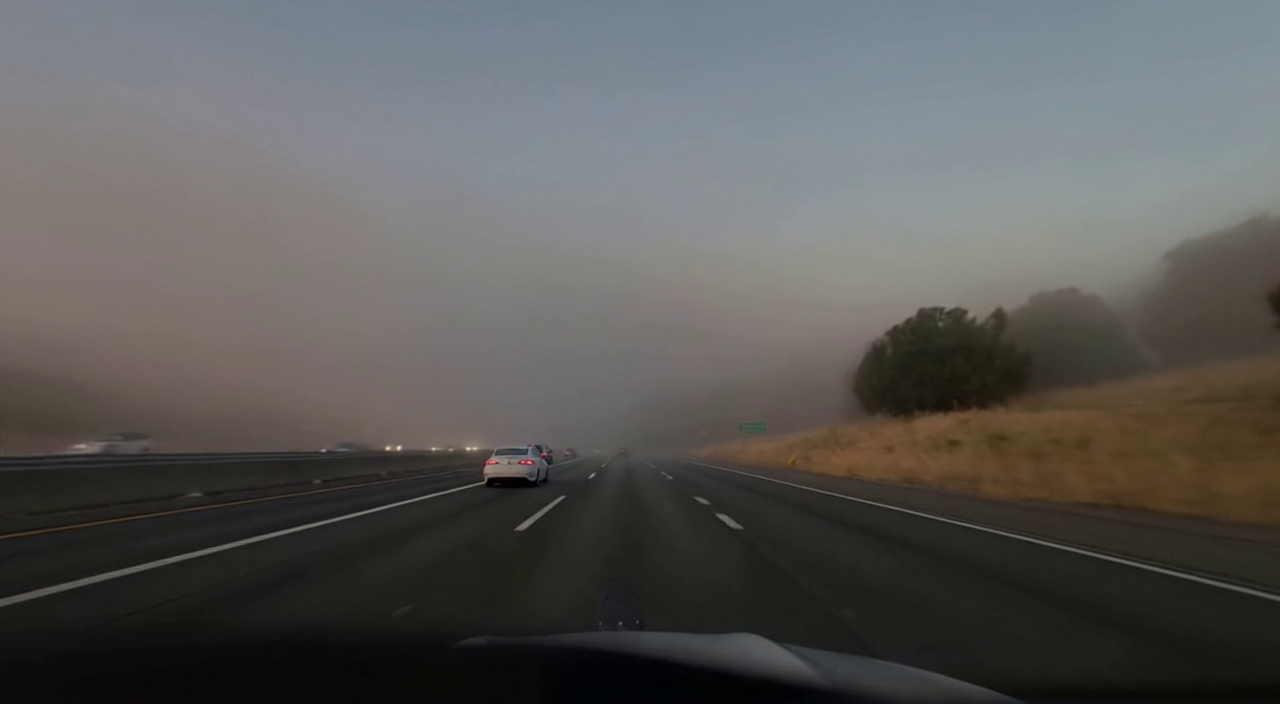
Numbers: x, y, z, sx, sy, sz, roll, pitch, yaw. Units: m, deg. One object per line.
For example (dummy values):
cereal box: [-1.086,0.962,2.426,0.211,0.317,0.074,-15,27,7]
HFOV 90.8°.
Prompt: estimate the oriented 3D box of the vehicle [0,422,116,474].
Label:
vehicle: [-25.087,3.943,25.894,2.364,1.914,5.744,0,-9,-1]

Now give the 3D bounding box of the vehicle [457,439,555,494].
vehicle: [-4.066,3.555,19.960,2.073,1.516,4.478,0,-9,0]

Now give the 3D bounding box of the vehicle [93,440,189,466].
vehicle: [-29.216,5.923,37.187,1.947,1.450,4.617,0,-9,-1]
